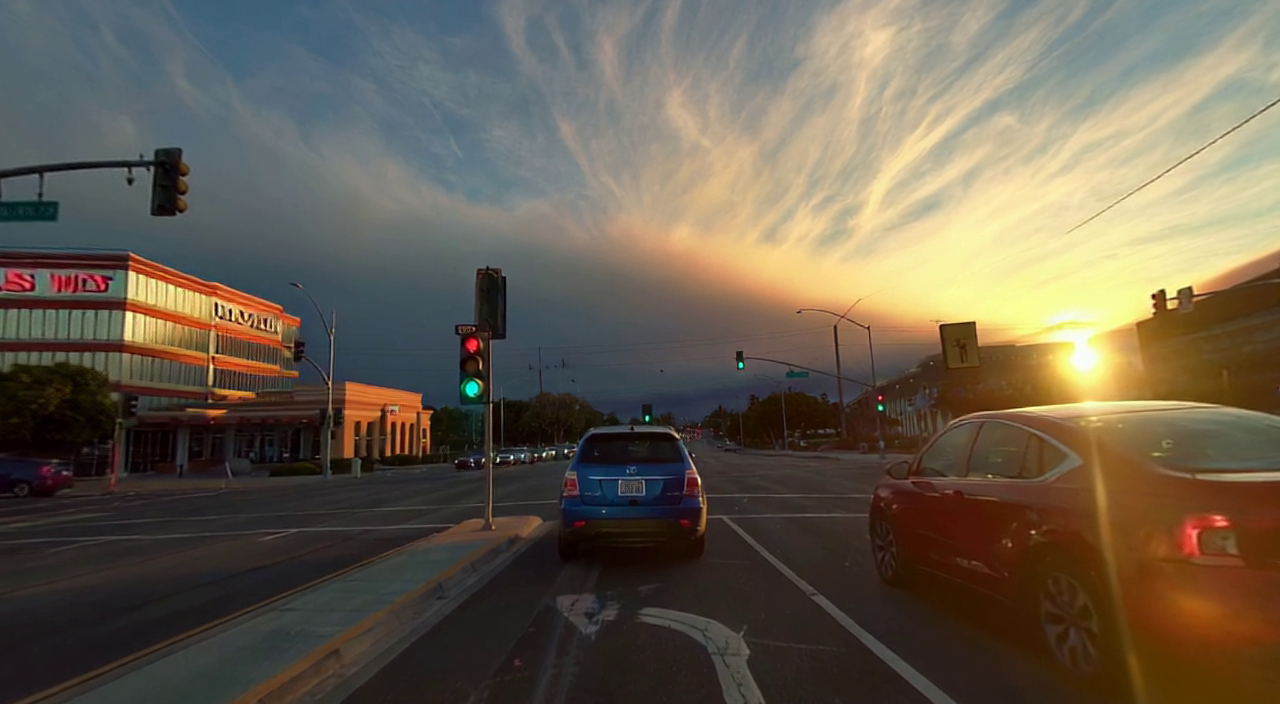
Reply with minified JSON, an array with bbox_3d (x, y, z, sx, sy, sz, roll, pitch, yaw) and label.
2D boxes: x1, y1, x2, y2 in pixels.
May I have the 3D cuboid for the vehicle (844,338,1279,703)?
[{"bbox_3d":[3.210,1.102,4.438,2.040,1.674,4.455,0,-9,0],"label":"vehicle"}]

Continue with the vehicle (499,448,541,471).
[{"bbox_3d":[-8.571,7.704,45.395,2.163,1.529,4.210,-1,-9,1],"label":"vehicle"}]

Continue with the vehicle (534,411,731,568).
[{"bbox_3d":[-0.135,1.894,9.467,2.238,1.762,4.445,0,-9,-1],"label":"vehicle"}]

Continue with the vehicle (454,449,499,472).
[{"bbox_3d":[-11.828,7.864,46.078,2.005,1.596,4.342,-1,-9,1],"label":"vehicle"}]
